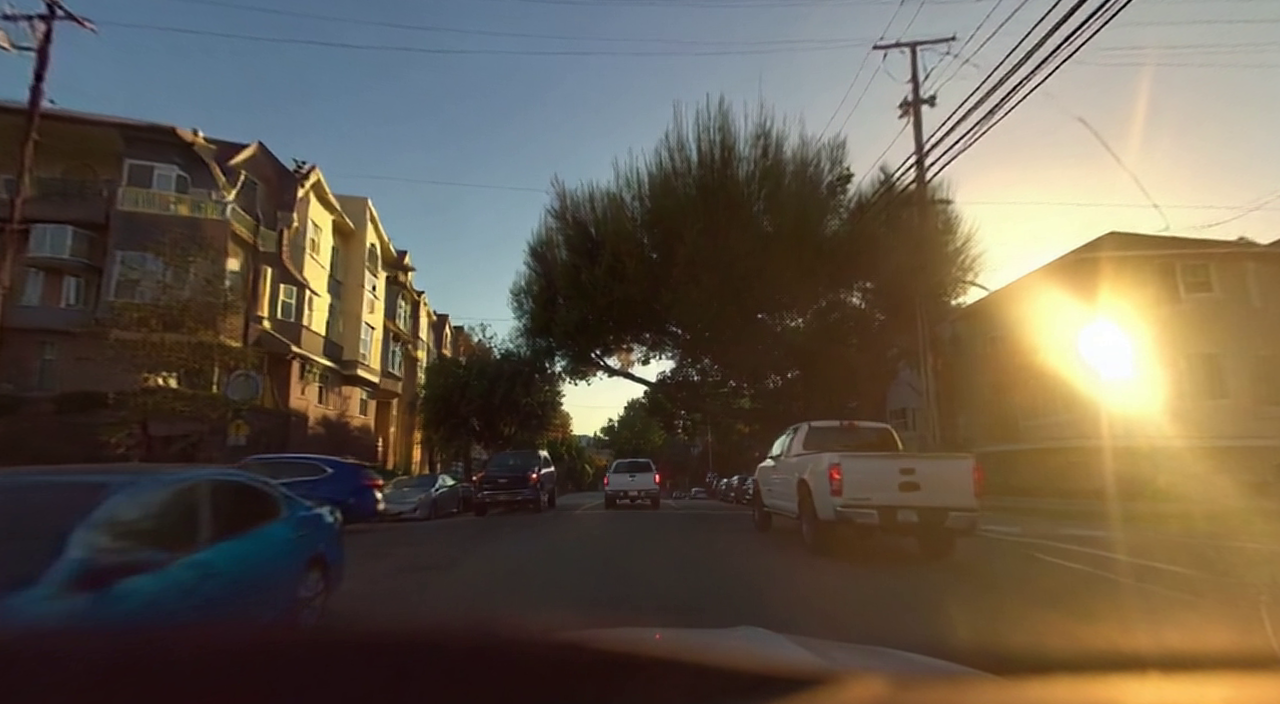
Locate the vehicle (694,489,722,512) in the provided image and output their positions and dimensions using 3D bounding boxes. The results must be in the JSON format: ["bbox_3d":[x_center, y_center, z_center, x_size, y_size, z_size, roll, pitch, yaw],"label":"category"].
[{"bbox_3d":[5.199,11.421,48.792,1.725,1.442,3.740,0,-8,-1],"label":"vehicle"}]

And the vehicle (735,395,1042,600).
[{"bbox_3d":[2.695,1.707,8.369,2.027,1.907,4.736,0,-8,-1],"label":"vehicle"}]

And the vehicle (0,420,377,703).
[{"bbox_3d":[-3.078,1.088,2.939,1.868,1.462,4.385,0,-8,-1],"label":"vehicle"}]

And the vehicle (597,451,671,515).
[{"bbox_3d":[-0.170,4.592,22.023,2.308,1.940,4.125,-1,-12,0],"label":"vehicle"}]

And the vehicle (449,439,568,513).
[{"bbox_3d":[-3.702,3.925,19.184,2.330,1.859,6.068,0,-15,0],"label":"vehicle"}]
